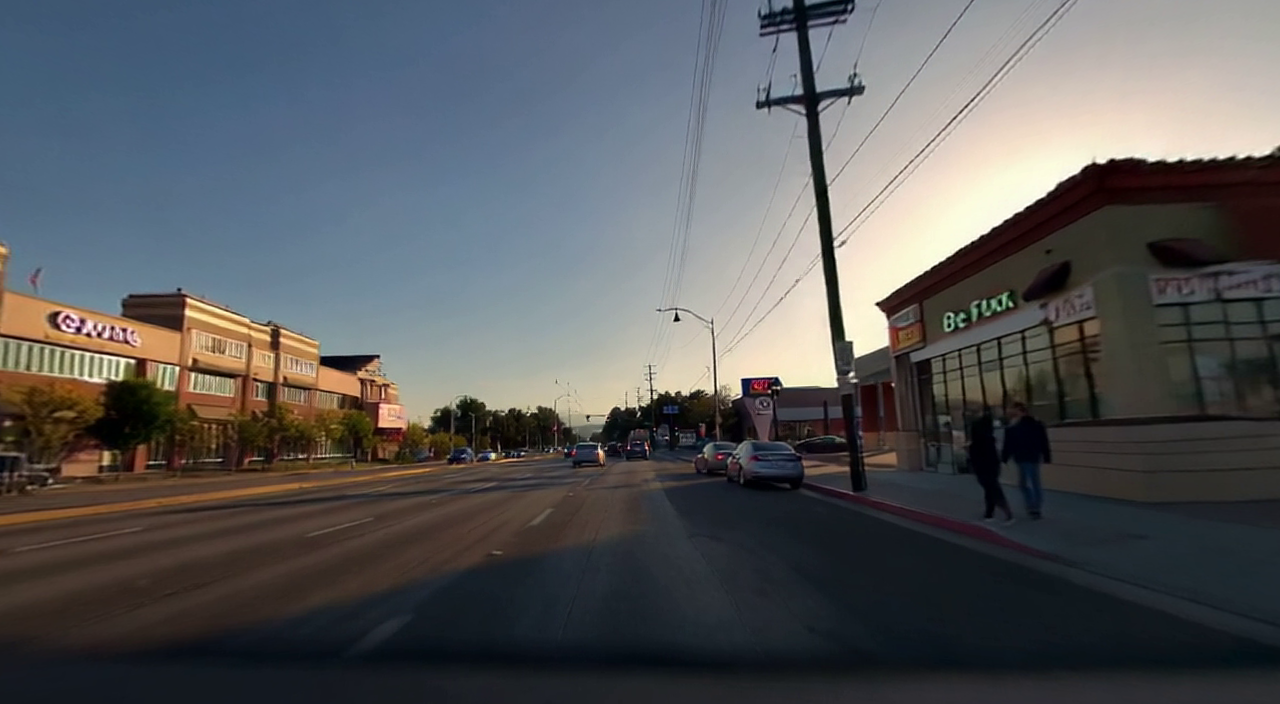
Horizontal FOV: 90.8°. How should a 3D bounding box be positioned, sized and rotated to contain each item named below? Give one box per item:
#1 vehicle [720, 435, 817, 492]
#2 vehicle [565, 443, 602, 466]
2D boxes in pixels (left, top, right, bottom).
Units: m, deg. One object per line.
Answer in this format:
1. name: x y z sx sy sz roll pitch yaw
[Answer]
1. vehicle: 3.749 3.371 19.384 1.922 1.507 4.824 0 -9 -1
2. vehicle: -3.983 7.322 45.281 2.179 1.490 4.742 0 -9 0
